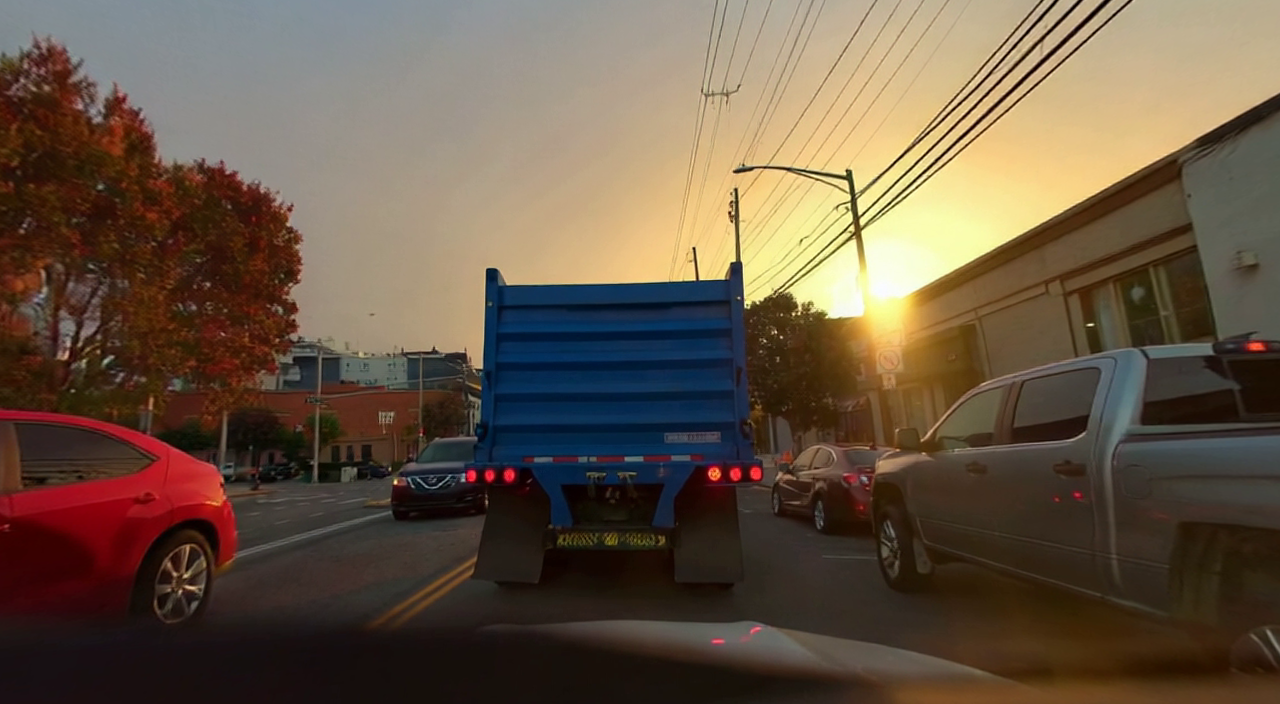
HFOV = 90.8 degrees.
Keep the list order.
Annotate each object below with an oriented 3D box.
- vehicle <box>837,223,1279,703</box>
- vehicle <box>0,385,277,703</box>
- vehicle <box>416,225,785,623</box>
[{"bbox_3d":[3.238,0.846,3.880,2.242,1.979,5.722,0,-8,1],"label":"vehicle"},{"bbox_3d":[-4.115,1.000,3.059,1.988,1.657,4.492,0,-8,0],"label":"vehicle"},{"bbox_3d":[-0.219,1.121,9.226,2.878,3.204,8.244,0,-8,1],"label":"vehicle"}]
